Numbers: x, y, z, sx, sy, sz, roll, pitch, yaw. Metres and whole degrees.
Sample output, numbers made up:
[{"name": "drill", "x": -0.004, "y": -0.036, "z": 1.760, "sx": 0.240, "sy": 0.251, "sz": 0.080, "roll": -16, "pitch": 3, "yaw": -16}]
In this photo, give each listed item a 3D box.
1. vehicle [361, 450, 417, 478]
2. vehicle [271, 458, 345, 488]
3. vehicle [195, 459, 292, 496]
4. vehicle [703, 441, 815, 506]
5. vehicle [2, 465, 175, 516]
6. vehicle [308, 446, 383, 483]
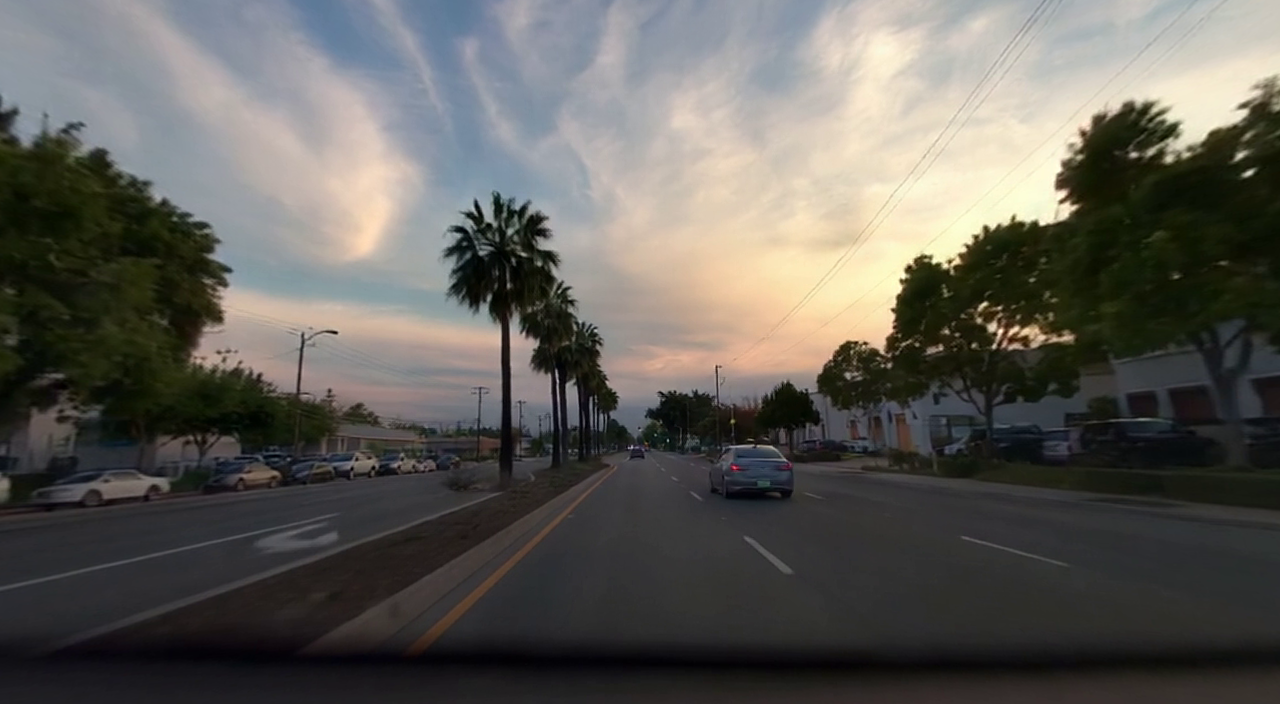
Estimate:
[{"name": "vehicle", "x": -19.132, "y": 8.544, "z": 48.464, "sx": 2.056, "sy": 1.946, "sz": 5.498, "roll": 0, "pitch": -9, "yaw": 0}, {"name": "vehicle", "x": -18.767, "y": 6.849, "z": 35.956, "sx": 1.828, "sy": 1.472, "sz": 4.464, "roll": 0, "pitch": -9, "yaw": 0}, {"name": "vehicle", "x": -18.935, "y": 5.986, "z": 30.461, "sx": 1.811, "sy": 1.539, "sz": 4.560, "roll": 0, "pitch": -9, "yaw": -1}, {"name": "vehicle", "x": 3.038, "y": 3.216, "z": 17.226, "sx": 1.989, "sy": 1.492, "sz": 4.689, "roll": 0, "pitch": -9, "yaw": -2}, {"name": "vehicle", "x": -19.078, "y": 4.782, "z": 22.217, "sx": 1.848, "sy": 1.432, "sz": 4.662, "roll": 0, "pitch": -9, "yaw": 1}, {"name": "vehicle", "x": -19.196, "y": 7.337, "z": 41.487, "sx": 2.344, "sy": 2.232, "sz": 5.170, "roll": 0, "pitch": -9, "yaw": 0}]
